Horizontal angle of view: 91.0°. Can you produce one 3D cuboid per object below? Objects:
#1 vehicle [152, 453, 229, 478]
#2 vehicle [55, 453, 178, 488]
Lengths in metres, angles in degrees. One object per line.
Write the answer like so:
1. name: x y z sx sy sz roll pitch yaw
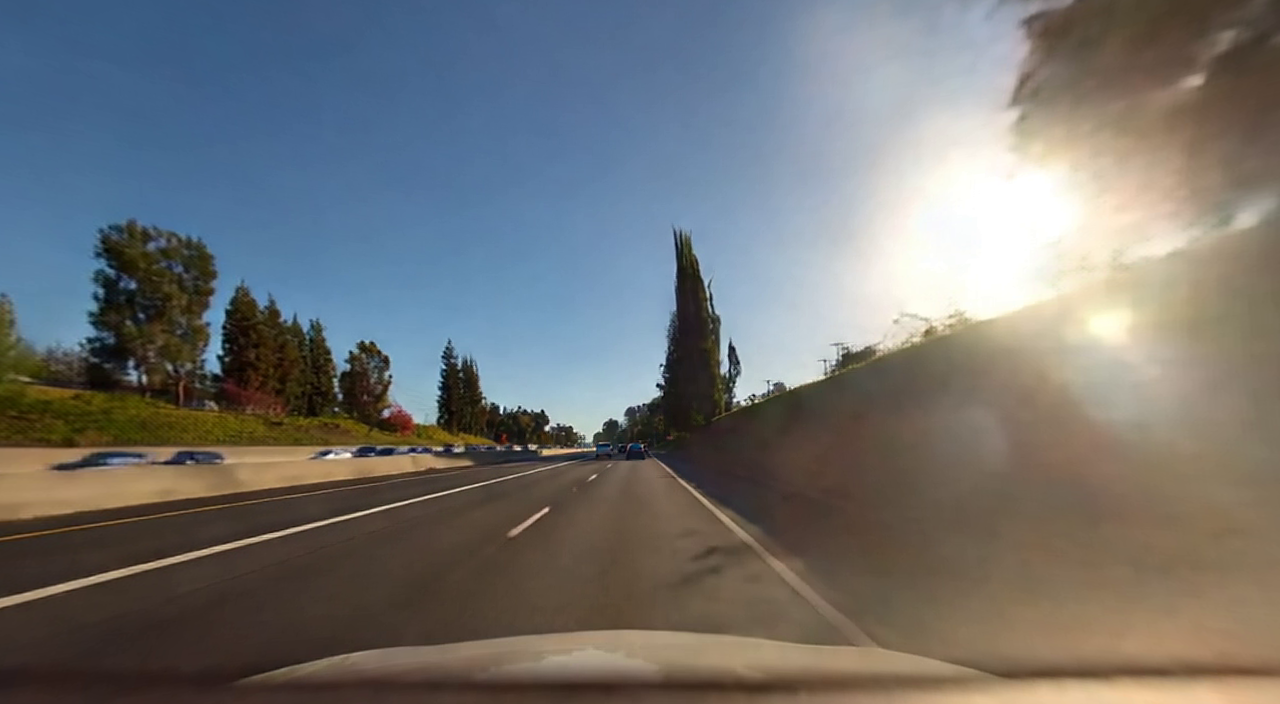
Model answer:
1. vehicle: -29.908 7.565 42.119 1.835 1.532 4.481 0 -9 0
2. vehicle: -26.033 5.882 31.561 2.033 1.555 4.737 0 -9 1
